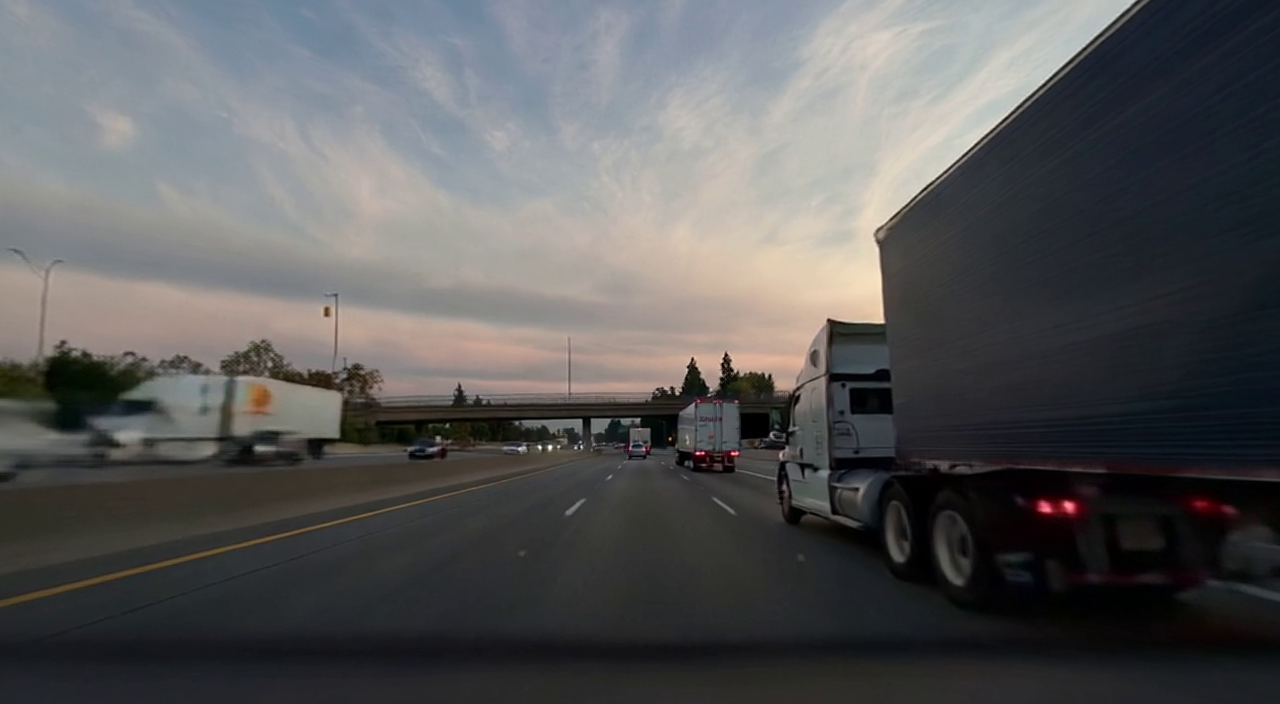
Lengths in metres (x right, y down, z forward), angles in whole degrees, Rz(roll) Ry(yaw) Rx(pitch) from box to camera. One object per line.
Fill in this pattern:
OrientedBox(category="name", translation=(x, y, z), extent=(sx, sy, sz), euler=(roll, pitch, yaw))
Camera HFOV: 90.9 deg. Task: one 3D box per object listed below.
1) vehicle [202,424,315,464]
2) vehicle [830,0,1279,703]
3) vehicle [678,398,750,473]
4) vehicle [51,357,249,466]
OrientedBox(category="vehicle", translation=(-15.479, 3.779, 25.889), extent=(1.849, 1.492, 4.415), euler=(0, -9, 1))
OrientedBox(category="vehicle", translation=(4.058, -0.445, 1.442), extent=(2.922, 3.987, 14.038), euler=(0, -9, 0))
OrientedBox(category="vehicle", translation=(4.405, 5.526, 40.963), extent=(2.881, 3.995, 14.382), euler=(0, -9, 0))
OrientedBox(category="vehicle", translation=(-19.458, 2.563, 25.655), extent=(2.953, 3.927, 5.994), euler=(0, -9, 0))
